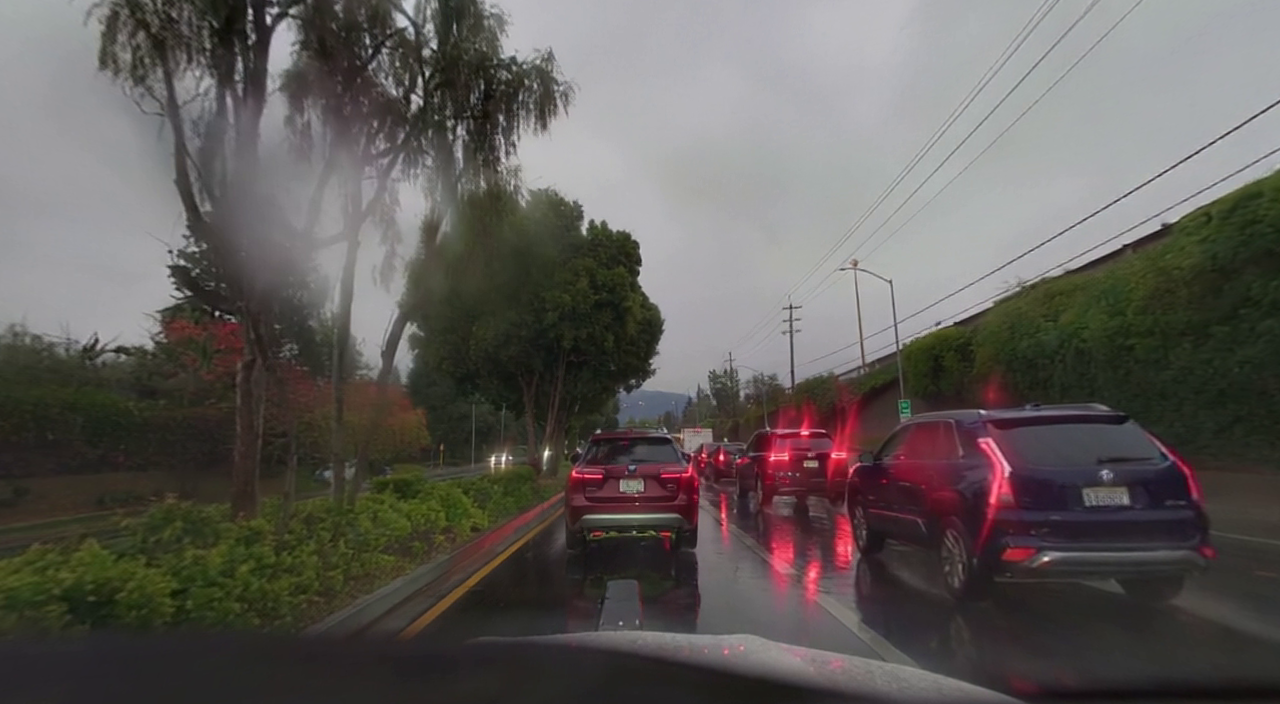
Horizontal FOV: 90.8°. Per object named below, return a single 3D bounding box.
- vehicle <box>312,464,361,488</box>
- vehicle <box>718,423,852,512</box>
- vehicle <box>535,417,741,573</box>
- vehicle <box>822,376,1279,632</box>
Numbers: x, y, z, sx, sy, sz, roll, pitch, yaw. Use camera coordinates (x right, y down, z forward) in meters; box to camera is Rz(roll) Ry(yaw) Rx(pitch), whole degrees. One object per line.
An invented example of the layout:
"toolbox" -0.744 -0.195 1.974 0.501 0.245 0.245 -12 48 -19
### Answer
"vehicle" -22.906 9.368 47.827 1.847 1.554 3.926 0 -8 -1
"vehicle" 3.276 2.719 15.353 2.097 1.818 4.625 0 -8 -1
"vehicle" -0.064 1.845 8.943 2.199 1.641 4.232 0 -8 -1
"vehicle" 3.512 1.328 6.431 2.001 1.707 4.250 0 -8 -1
